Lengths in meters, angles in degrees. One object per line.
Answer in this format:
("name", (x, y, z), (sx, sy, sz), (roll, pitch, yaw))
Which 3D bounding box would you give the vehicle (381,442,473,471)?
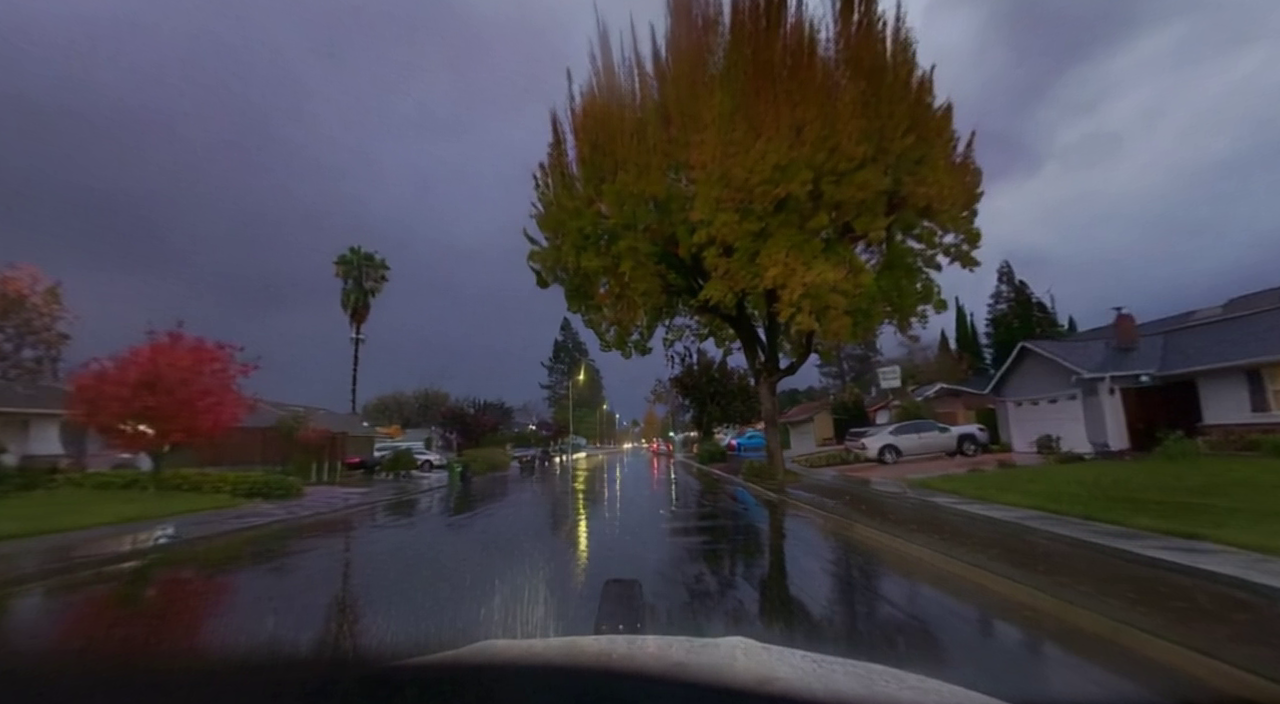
("vehicle", (-14.119, 6.933, 42.124), (5.286, 1.847, 2.166), (0, -8, 1))

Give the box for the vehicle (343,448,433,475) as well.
("vehicle", (-14.367, 6.243, 36.200), (4.285, 1.483, 1.954), (0, -9, 0))

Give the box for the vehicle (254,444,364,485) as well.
("vehicle", (-14.035, 4.776, 27.089), (1.982, 1.596, 3.988), (-2, -9, 12))

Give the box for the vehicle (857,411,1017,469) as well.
("vehicle", (10.569, 3.179, 22.818), (4.582, 1.680, 2.223), (-4, -9, 3))
